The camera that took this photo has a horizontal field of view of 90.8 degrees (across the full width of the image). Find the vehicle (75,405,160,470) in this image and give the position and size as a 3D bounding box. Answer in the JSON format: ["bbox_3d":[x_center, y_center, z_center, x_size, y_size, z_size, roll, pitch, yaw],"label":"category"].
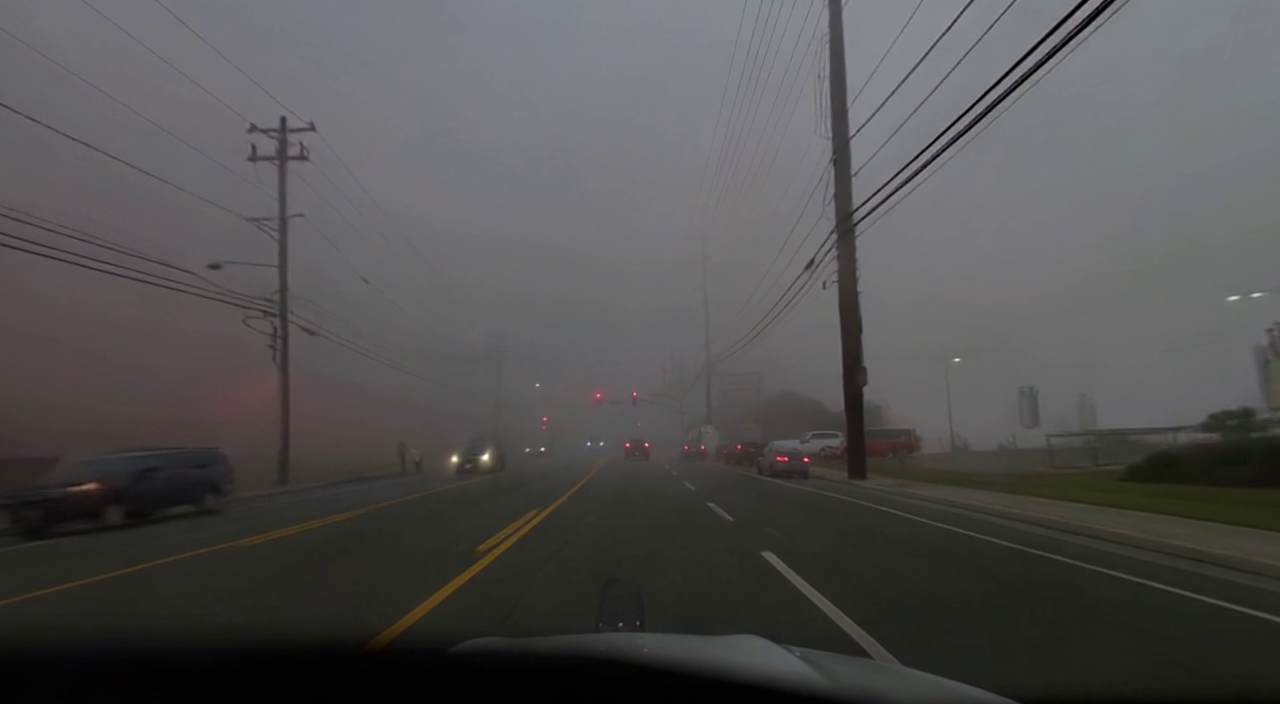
[{"bbox_3d":[-32.207,5.284,38.955,3.976,3.736,2.624,-6,-11,33],"label":"vehicle"}]

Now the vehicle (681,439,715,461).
[{"bbox_3d":[4.019,6.913,44.562,1.926,1.482,4.442,0,-8,-1],"label":"vehicle"}]

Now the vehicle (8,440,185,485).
[{"bbox_3d":[-19.409,3.949,22.710,4.667,1.539,1.976,-1,-9,4],"label":"vehicle"}]

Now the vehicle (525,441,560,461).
[{"bbox_3d":[-7.522,7.669,49.150,2.020,1.479,4.612,0,-8,0],"label":"vehicle"}]

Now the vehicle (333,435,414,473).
[{"bbox_3d":[-13.858,5.313,33.209,2.044,1.830,4.800,-1,-8,2],"label":"vehicle"}]

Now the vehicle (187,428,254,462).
[{"bbox_3d":[-33.019,7.345,49.804,3.915,2.641,1.656,1,-9,-3],"label":"vehicle"}]

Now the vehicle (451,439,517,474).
[{"bbox_3d":[-7.368,4.963,30.299,1.952,1.536,4.623,0,-8,0],"label":"vehicle"}]

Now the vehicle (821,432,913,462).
[{"bbox_3d":[15.110,6.362,42.264,5.307,1.877,2.052,0,-8,-1],"label":"vehicle"}]

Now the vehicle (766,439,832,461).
[{"bbox_3d":[11.341,7.002,45.212,4.238,1.464,1.862,0,-8,2],"label":"vehicle"}]
